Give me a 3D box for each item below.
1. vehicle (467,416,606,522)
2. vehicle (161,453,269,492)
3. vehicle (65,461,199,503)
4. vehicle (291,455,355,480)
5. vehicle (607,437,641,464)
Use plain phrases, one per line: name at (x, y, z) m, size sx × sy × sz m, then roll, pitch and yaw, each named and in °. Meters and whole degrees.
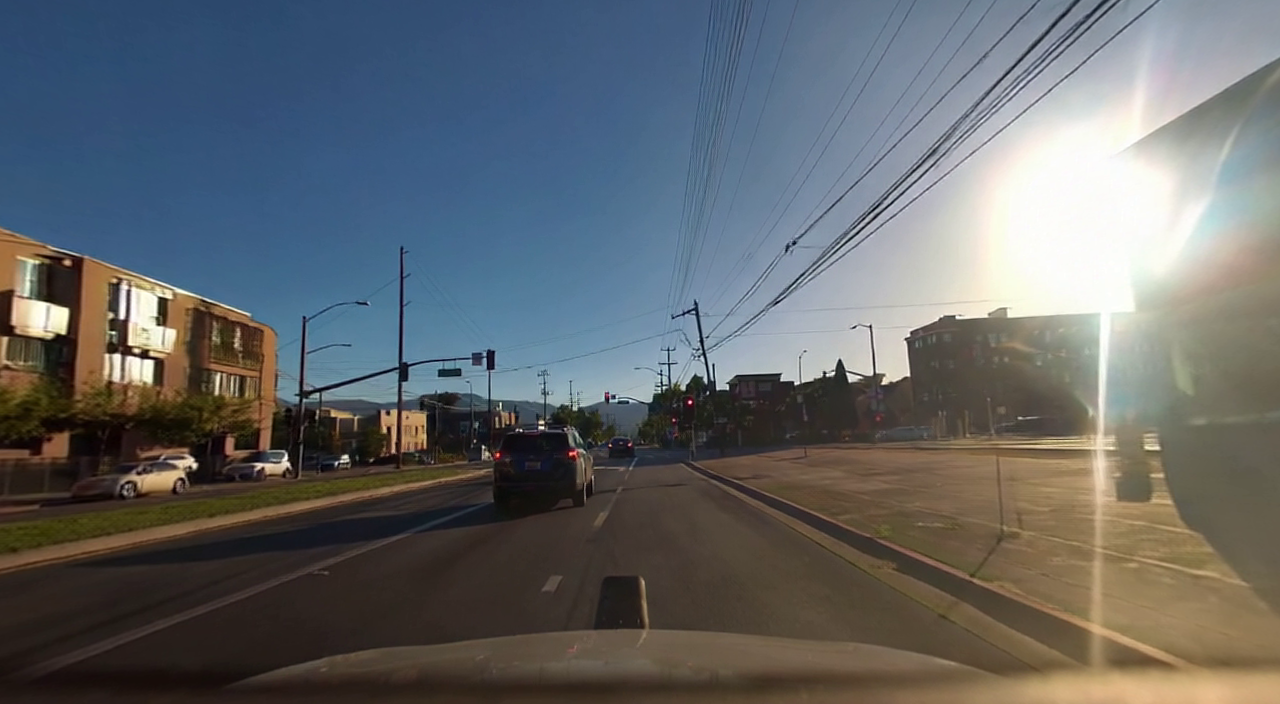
vehicle at (-1.831, 2.248, 12.568) m, size 2.022 × 1.757 × 4.041 m, roll 0°, pitch -9°, yaw 1°
vehicle at (-20.197, 5.696, 30.283) m, size 1.989 × 1.689 × 4.388 m, roll 0°, pitch -9°, yaw 2°
vehicle at (-20.264, 5.188, 25.485) m, size 1.790 × 1.415 × 4.450 m, roll 0°, pitch -9°, yaw -2°
vehicle at (-20.214, 7.351, 40.543) m, size 1.826 × 1.430 × 4.426 m, roll 0°, pitch -9°, yaw 0°
vehicle at (-0.997, 6.389, 41.019) m, size 2.144 × 1.681 × 3.855 m, roll 0°, pitch -9°, yaw 0°
